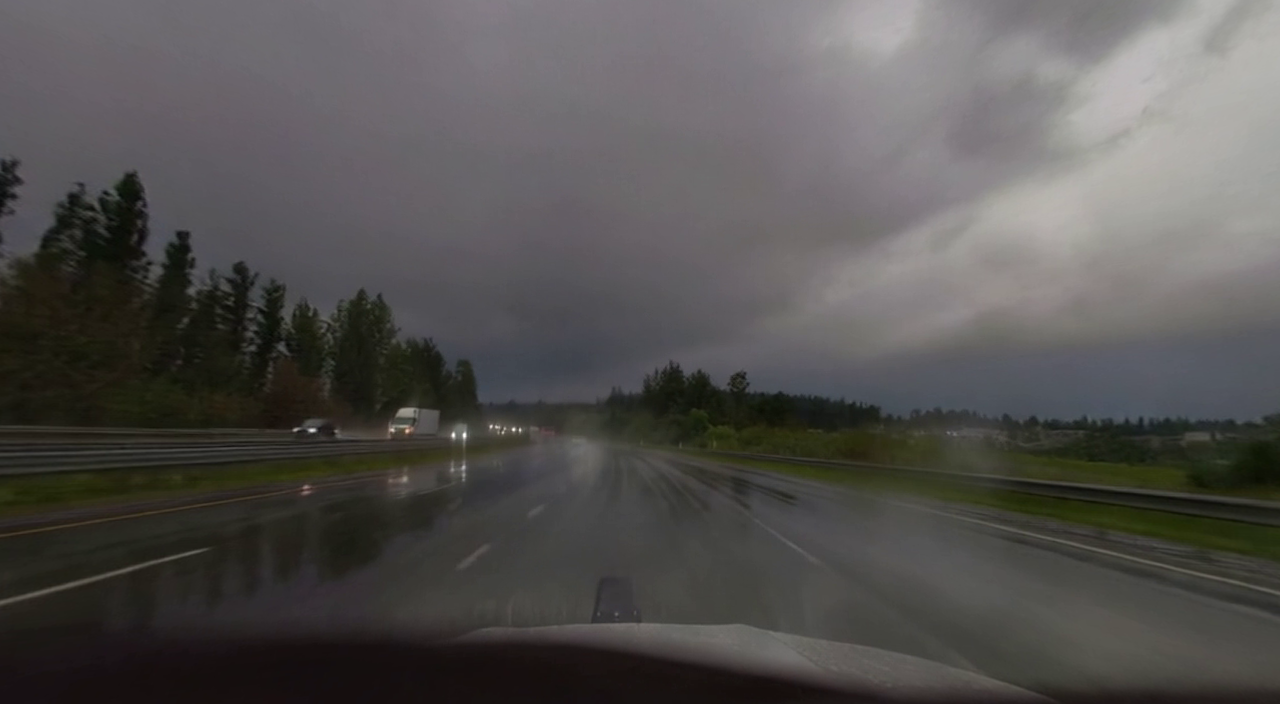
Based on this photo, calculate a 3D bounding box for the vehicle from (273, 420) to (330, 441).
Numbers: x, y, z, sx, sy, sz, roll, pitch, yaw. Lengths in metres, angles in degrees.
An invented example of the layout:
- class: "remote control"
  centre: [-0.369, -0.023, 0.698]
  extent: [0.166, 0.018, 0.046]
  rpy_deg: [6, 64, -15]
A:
- class: "vehicle"
  centre: [-26.392, 6.158, 49.233]
  extent: [1.784, 1.525, 5.025]
  rpy_deg: [0, -8, -2]
